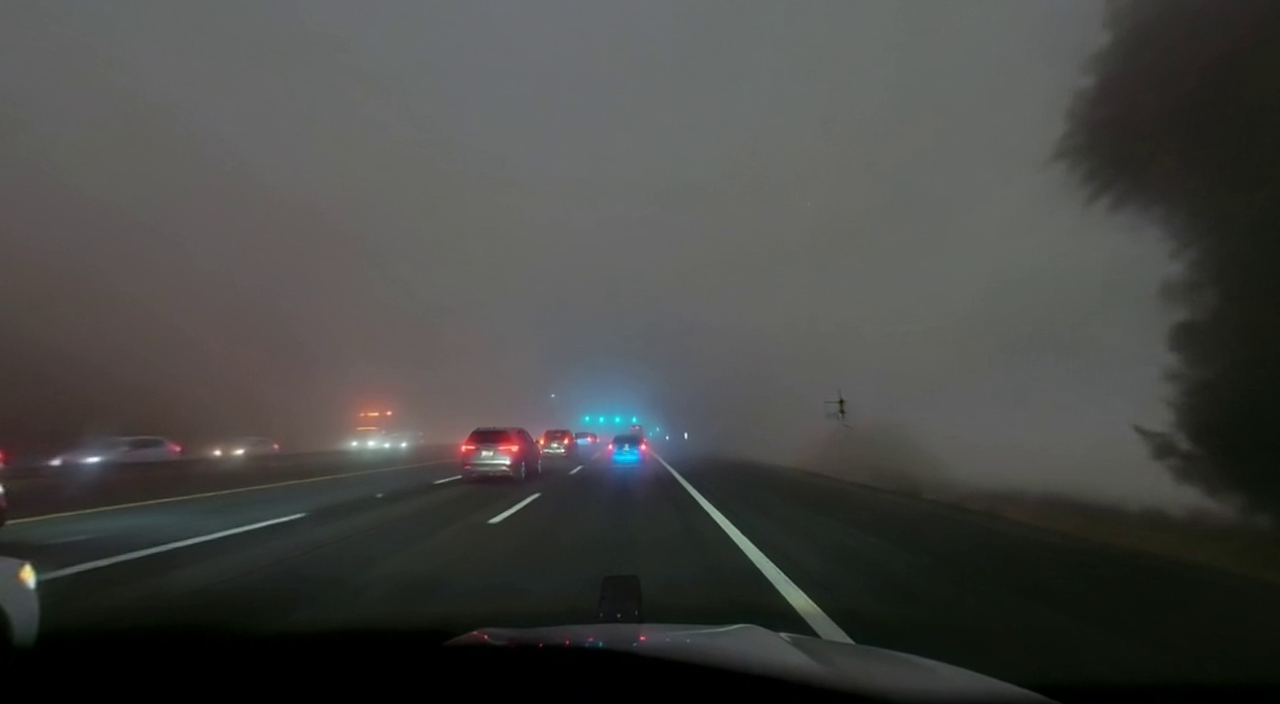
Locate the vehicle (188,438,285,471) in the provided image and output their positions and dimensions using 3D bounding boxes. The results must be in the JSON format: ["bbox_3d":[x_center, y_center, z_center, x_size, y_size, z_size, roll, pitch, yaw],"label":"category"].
[{"bbox_3d":[-19.732,4.992,30.994,1.851,1.499,4.500,0,-8,-1],"label":"vehicle"}]

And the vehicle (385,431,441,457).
[{"bbox_3d":[-15.510,6.291,43.231,2.078,1.665,4.538,0,-8,0],"label":"vehicle"}]

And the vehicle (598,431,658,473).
[{"bbox_3d":[-0.444,3.729,23.711,2.070,1.452,3.834,0,-8,-1],"label":"vehicle"}]

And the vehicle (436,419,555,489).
[{"bbox_3d":[-3.837,2.791,17.604,2.154,1.690,4.595,0,-8,1],"label":"vehicle"}]

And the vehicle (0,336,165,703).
[{"bbox_3d":[-3.759,0.617,1.359,2.107,1.703,4.274,0,-8,0],"label":"vehicle"}]
